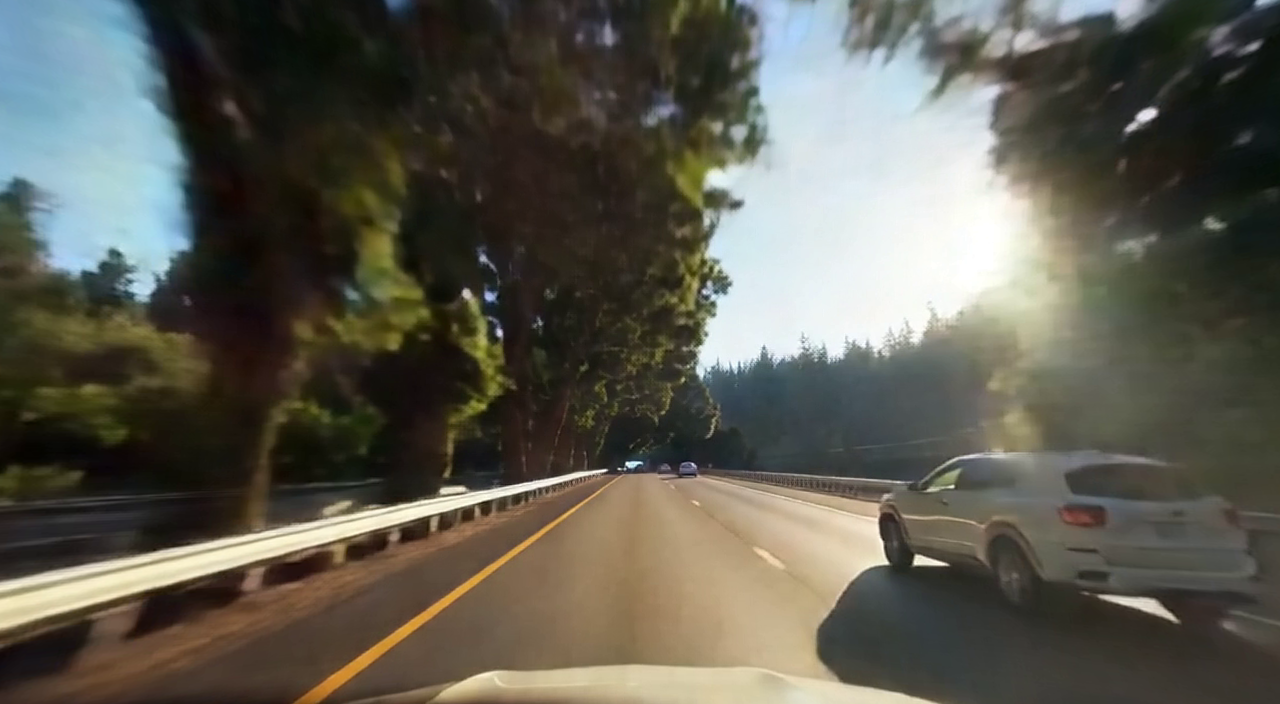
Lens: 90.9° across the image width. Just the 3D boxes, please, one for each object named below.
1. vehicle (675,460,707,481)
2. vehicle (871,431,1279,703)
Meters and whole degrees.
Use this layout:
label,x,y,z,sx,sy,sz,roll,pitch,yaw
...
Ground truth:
label,x,y,z,sx,sy,sz,roll,pitch,yaw
vehicle,3.948,9.310,49.455,2.156,1.569,3.821,1,-10,-1
vehicle,3.708,1.568,5.559,1.825,1.494,3.959,1,-10,0
